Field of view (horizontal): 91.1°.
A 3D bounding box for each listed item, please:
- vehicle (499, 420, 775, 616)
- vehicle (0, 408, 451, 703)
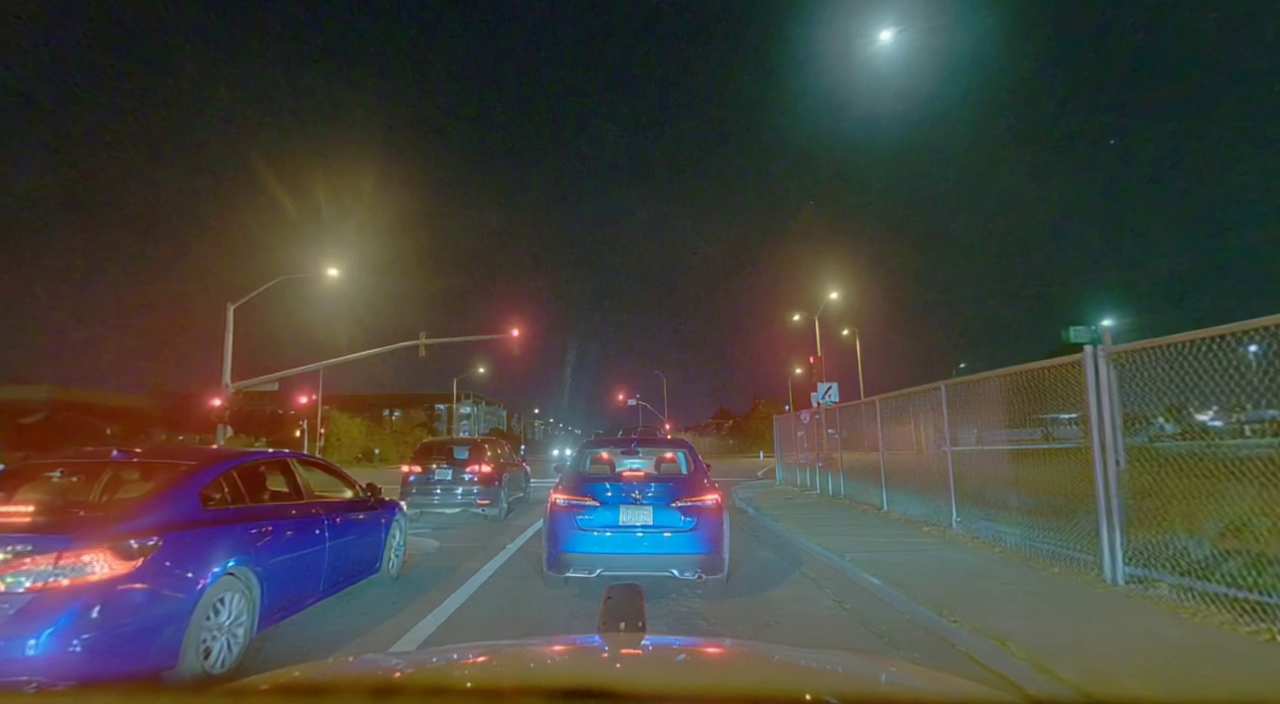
[{"bbox_3d":[-0.015,1.601,6.993,2.144,1.514,4.063,0,-9,0],"label":"vehicle"},{"bbox_3d":[-3.211,1.316,4.857,1.971,1.488,4.581,0,-9,1],"label":"vehicle"}]
